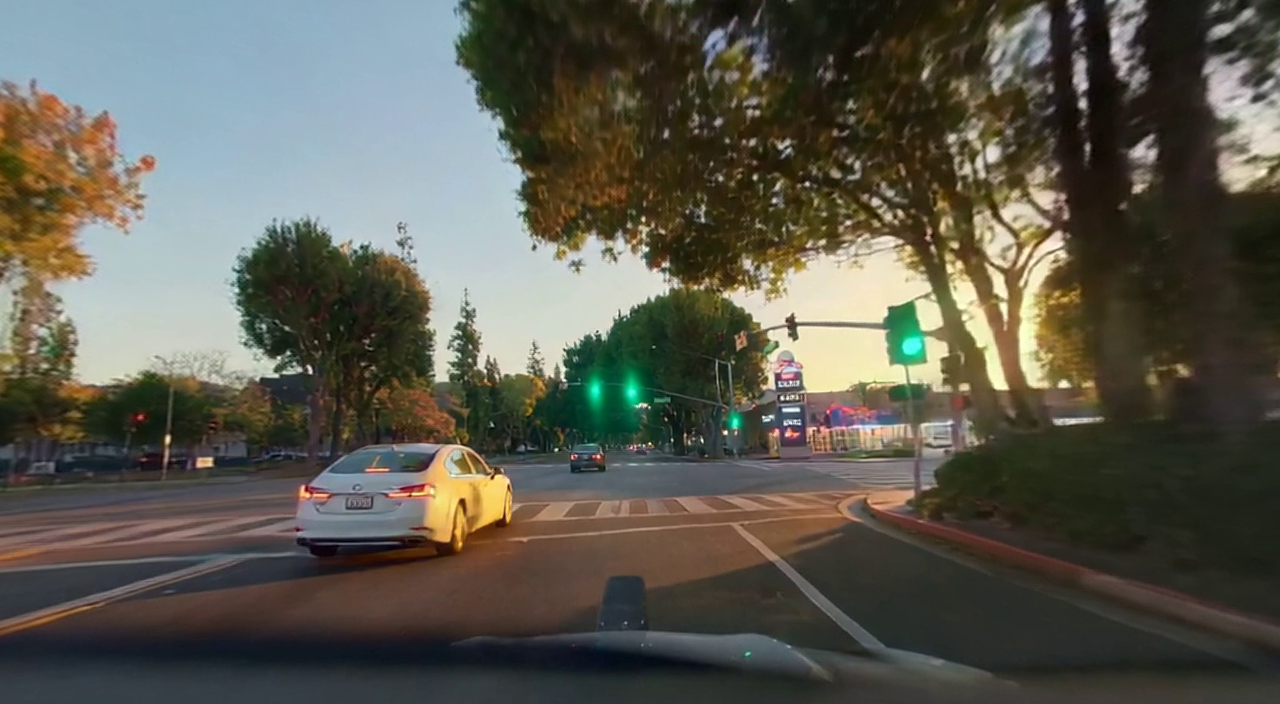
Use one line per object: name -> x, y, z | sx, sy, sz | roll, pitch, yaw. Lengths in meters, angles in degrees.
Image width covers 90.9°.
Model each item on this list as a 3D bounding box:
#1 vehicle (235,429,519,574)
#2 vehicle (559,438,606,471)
vehicle -> -3.141, 1.872, 8.751 | 2.018, 1.477, 4.401 | 0, -9, 0
vehicle -> -3.108, 5.641, 34.952 | 2.109, 1.692, 4.220 | 0, -9, 1
